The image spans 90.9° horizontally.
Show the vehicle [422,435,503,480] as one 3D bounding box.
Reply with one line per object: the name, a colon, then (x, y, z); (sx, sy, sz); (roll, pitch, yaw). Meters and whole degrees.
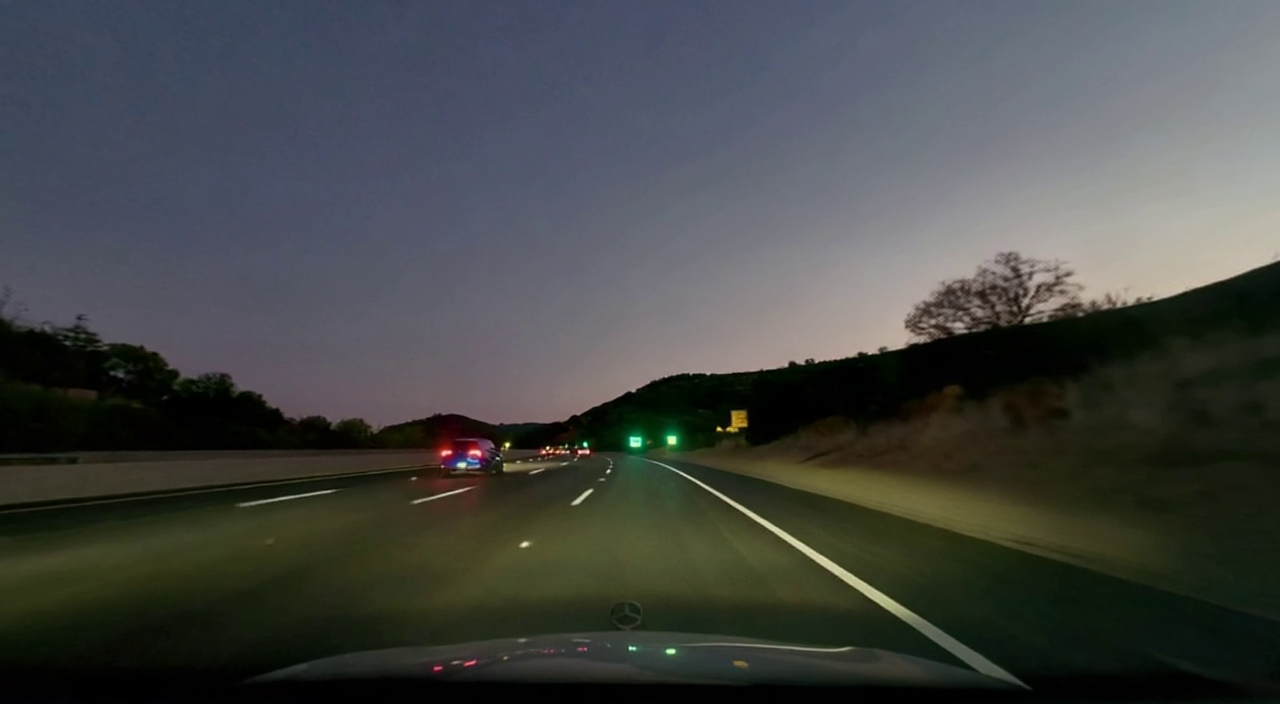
vehicle: (-7.287, 4.394, 26.475); (2.046, 1.712, 4.533); (0, -8, 0)
